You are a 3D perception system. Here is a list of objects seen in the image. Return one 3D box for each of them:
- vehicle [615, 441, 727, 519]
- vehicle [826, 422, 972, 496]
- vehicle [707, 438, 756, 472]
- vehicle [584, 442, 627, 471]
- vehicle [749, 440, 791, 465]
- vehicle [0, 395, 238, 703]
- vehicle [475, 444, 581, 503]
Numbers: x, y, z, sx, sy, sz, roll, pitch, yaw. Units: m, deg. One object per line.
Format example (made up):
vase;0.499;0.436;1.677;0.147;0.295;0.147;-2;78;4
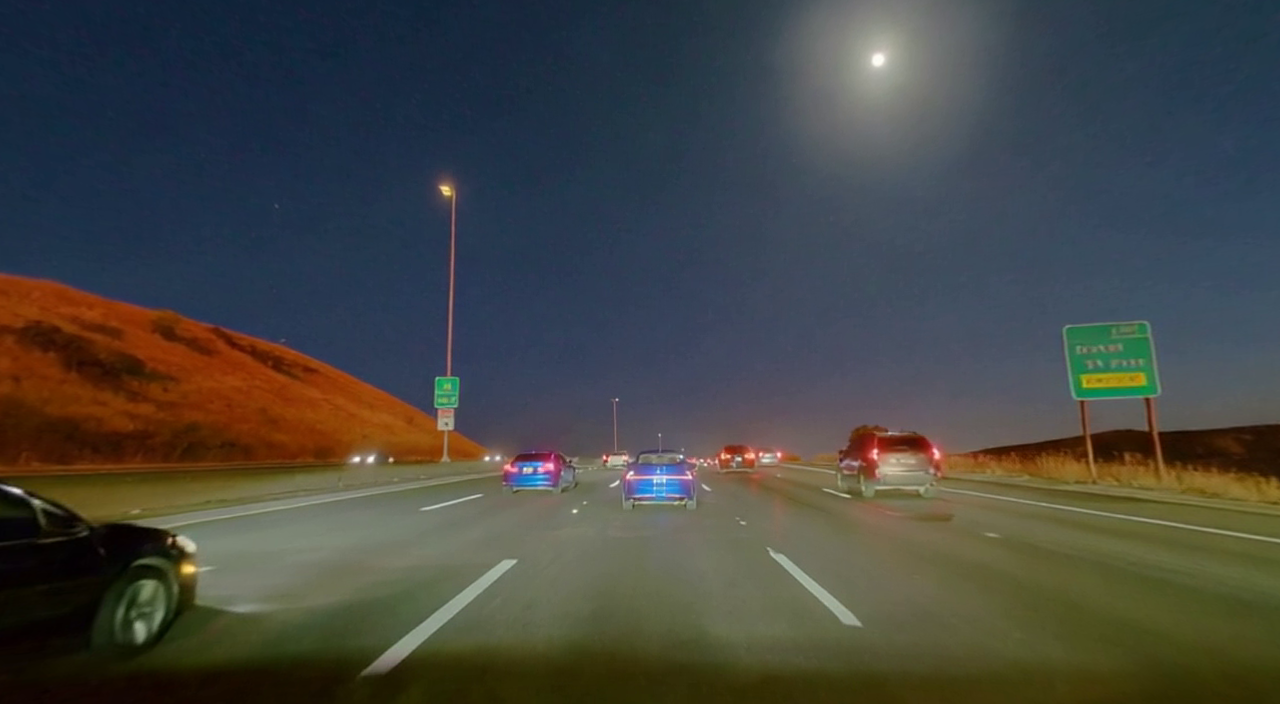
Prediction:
vehicle;0.649;2.670;13.750;2.072;1.431;3.904;-1;-8;2
vehicle;7.176;3.016;18.181;2.210;1.831;4.843;0;-8;1
vehicle;4.837;5.491;33.918;2.083;1.693;4.740;0;-8;2
vehicle;-1.951;6.120;37.198;2.034;1.572;4.444;-1;-8;4
vehicle;8.793;6.846;43.184;2.032;1.580;4.928;0;-8;2
vehicle;-3.429;0.800;1.489;2.033;1.513;4.333;0;-8;1
vehicle;-2.971;3.325;17.786;2.017;1.446;4.384;-1;-8;3
